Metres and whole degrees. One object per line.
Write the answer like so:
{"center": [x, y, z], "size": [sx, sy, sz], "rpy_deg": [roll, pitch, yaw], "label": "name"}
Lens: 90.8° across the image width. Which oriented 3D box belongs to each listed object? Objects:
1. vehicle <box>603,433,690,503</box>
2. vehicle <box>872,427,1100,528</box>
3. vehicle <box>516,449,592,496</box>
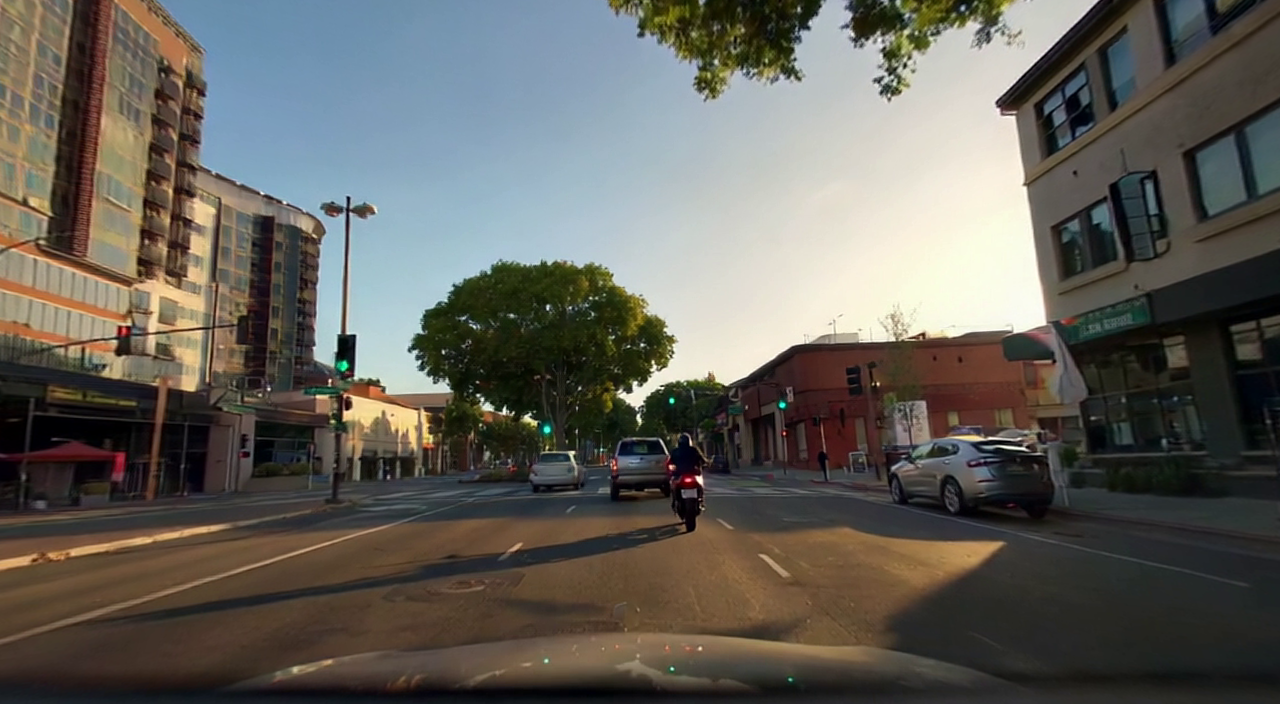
{"center": [0.170, 3.305, 18.469], "size": [2.223, 1.775, 4.250], "rpy_deg": [0, -8, 0], "label": "vehicle"}
{"center": [7.166, 2.633, 13.918], "size": [2.018, 1.772, 4.968], "rpy_deg": [0, -9, -2], "label": "vehicle"}
{"center": [-2.986, 4.287, 22.952], "size": [2.014, 1.470, 4.552], "rpy_deg": [0, -8, 1], "label": "vehicle"}
